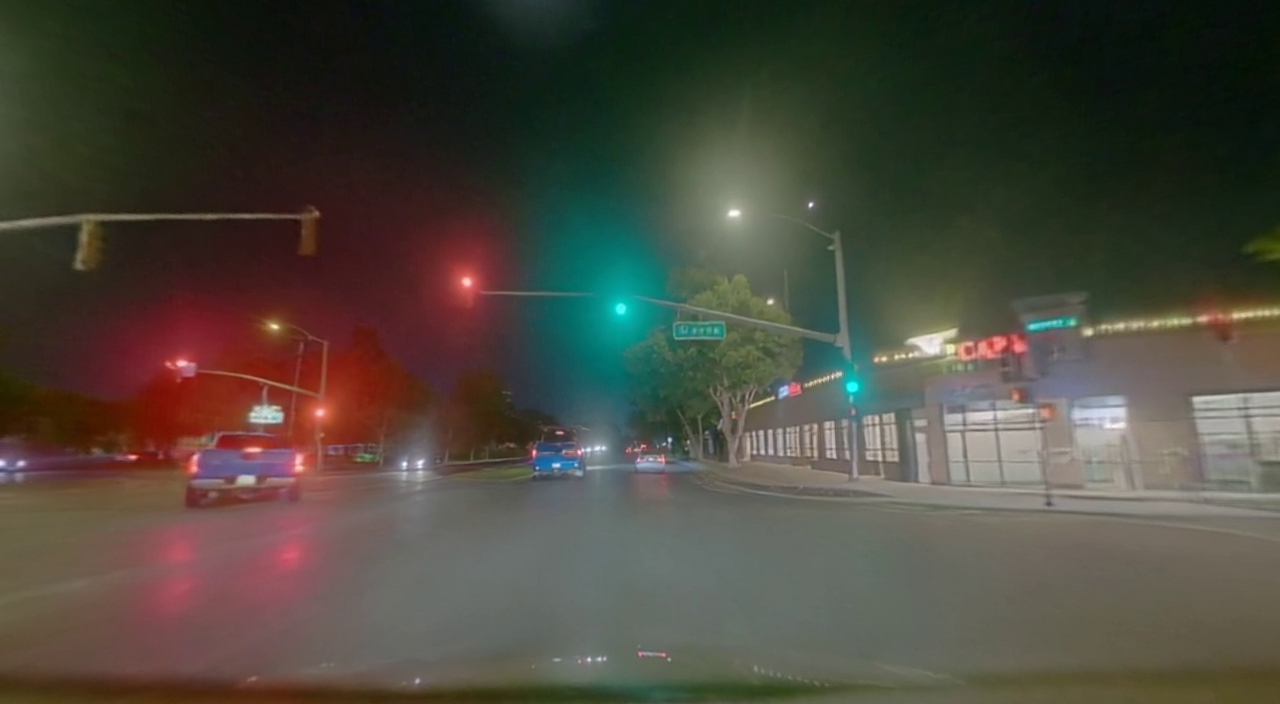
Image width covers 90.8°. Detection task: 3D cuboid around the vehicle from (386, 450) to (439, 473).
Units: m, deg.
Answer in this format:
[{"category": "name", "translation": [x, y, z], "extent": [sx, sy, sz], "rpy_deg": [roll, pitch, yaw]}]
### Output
[{"category": "vehicle", "translation": [-16.022, 7.701, 44.830], "extent": [1.912, 1.432, 5.070], "rpy_deg": [-3, -9, 0]}]

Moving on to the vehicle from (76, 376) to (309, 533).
[{"category": "vehicle", "translation": [-8.952, 2.122, 13.347], "extent": [2.507, 2.667, 4.567], "rpy_deg": [2, -9, -16]}]

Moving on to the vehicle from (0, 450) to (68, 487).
[{"category": "vehicle", "translation": [-35.770, 6.806, 37.209], "extent": [4.487, 2.039, 2.086], "rpy_deg": [-7, -11, 37]}]

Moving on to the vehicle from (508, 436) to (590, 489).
[{"category": "vehicle", "translation": [-3.320, 4.199, 24.276], "extent": [2.464, 1.777, 5.128], "rpy_deg": [0, -9, -1]}]

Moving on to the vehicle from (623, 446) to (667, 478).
[{"category": "vehicle", "translation": [0.236, 5.536, 32.115], "extent": [2.103, 1.487, 4.101], "rpy_deg": [0, -9, 0]}]
